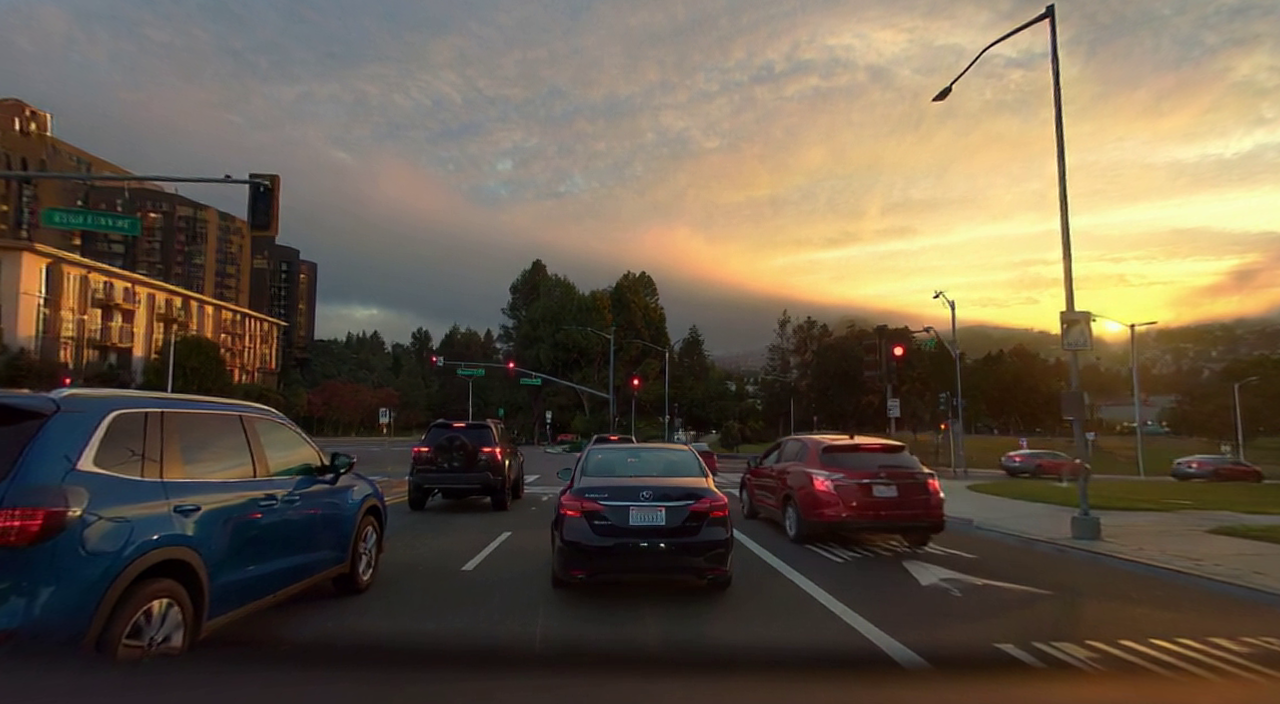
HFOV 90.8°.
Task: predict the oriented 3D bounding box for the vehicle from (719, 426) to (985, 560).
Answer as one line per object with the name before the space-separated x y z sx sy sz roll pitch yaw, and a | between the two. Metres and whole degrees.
vehicle | 2.767 1.977 9.736 2.100 1.524 4.746 1 -8 -5

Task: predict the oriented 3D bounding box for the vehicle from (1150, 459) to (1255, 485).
vehicle | 34.650 7.380 38.995 4.609 1.513 1.861 0 -8 1

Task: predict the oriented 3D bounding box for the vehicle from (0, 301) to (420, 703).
vehicle | -3.145 1.006 4.158 1.924 1.737 4.387 0 -8 -2

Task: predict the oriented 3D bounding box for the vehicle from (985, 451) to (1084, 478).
vehicle | 24.185 6.892 38.844 4.737 1.572 2.026 0 -8 -2

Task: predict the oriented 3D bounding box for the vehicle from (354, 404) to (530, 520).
vehicle | -3.881 2.299 13.714 2.305 1.984 5.586 0 -8 -3

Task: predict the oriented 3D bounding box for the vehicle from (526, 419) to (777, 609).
vehicle | -0.059 1.612 7.316 2.001 1.483 4.442 0 -8 -4
